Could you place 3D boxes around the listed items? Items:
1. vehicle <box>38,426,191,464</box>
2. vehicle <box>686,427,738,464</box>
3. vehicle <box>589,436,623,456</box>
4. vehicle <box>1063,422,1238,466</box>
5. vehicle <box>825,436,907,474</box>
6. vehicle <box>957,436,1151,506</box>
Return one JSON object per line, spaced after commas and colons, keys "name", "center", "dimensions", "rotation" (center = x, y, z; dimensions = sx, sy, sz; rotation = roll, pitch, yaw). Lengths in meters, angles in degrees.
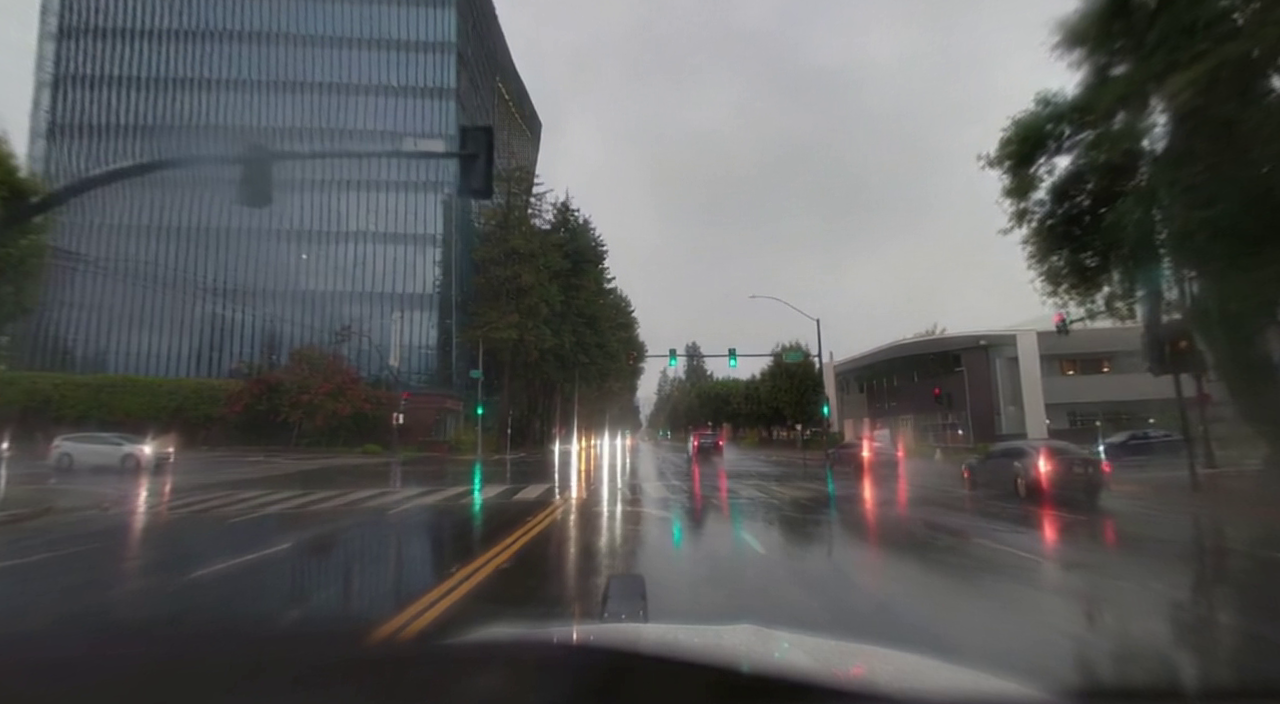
{"name": "vehicle", "center": [-22.778, 4.056, 27.349], "dimensions": [4.856, 1.528, 2.053], "rotation": [-1, -8, 1]}
{"name": "vehicle", "center": [3.676, 4.891, 32.771], "dimensions": [2.203, 1.801, 4.331], "rotation": [0, -8, 1]}
{"name": "vehicle", "center": [-2.506, 7.093, 47.419], "dimensions": [2.147, 1.481, 4.331], "rotation": [0, -8, 3]}
{"name": "vehicle", "center": [24.203, 4.444, 29.974], "dimensions": [6.170, 1.978, 2.399], "rotation": [0, -10, 0]}
{"name": "vehicle", "center": [9.612, 4.401, 27.064], "dimensions": [1.860, 1.460, 4.379], "rotation": [0, -8, -1]}
{"name": "vehicle", "center": [9.917, 2.860, 15.564], "dimensions": [1.896, 1.463, 4.296], "rotation": [0, -8, 0]}
